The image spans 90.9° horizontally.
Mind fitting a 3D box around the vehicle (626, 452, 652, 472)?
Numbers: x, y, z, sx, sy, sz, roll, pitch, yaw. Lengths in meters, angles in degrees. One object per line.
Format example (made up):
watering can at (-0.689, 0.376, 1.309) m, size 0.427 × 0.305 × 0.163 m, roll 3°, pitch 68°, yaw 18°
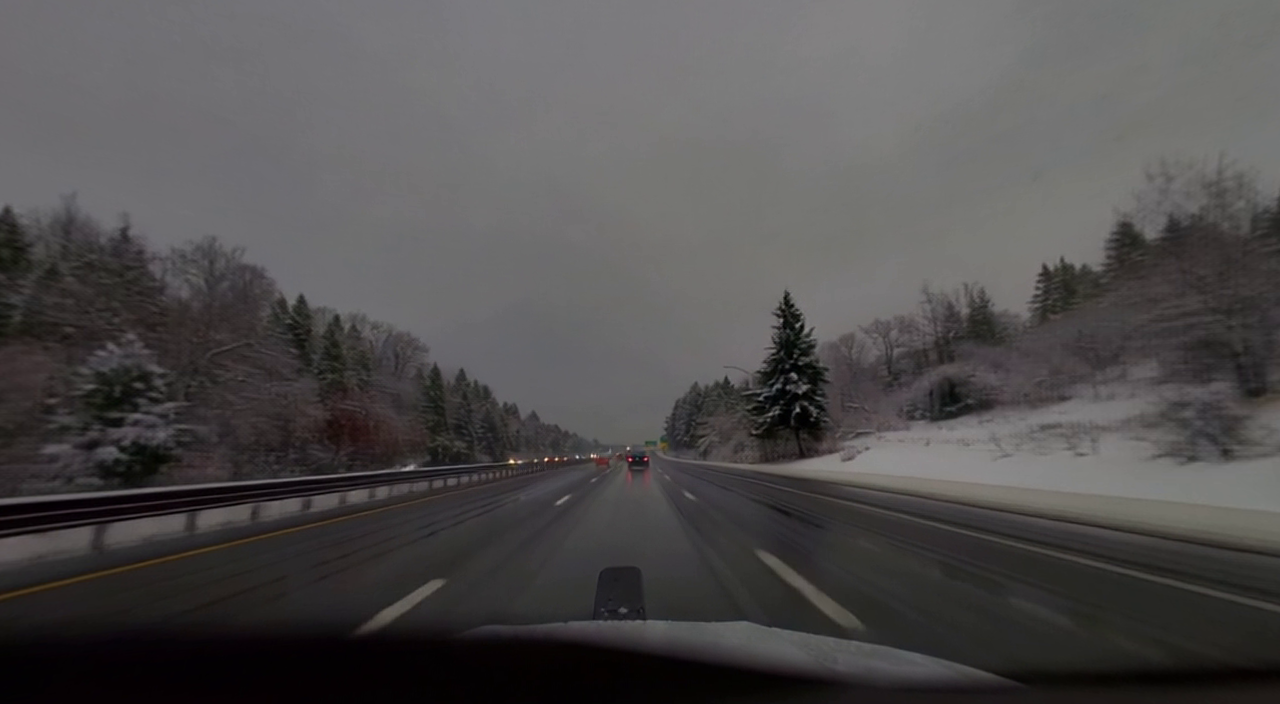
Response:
vehicle at (-0.099, 8.506, 48.945) m, size 1.964 × 1.483 × 4.016 m, roll 0°, pitch -9°, yaw -1°
